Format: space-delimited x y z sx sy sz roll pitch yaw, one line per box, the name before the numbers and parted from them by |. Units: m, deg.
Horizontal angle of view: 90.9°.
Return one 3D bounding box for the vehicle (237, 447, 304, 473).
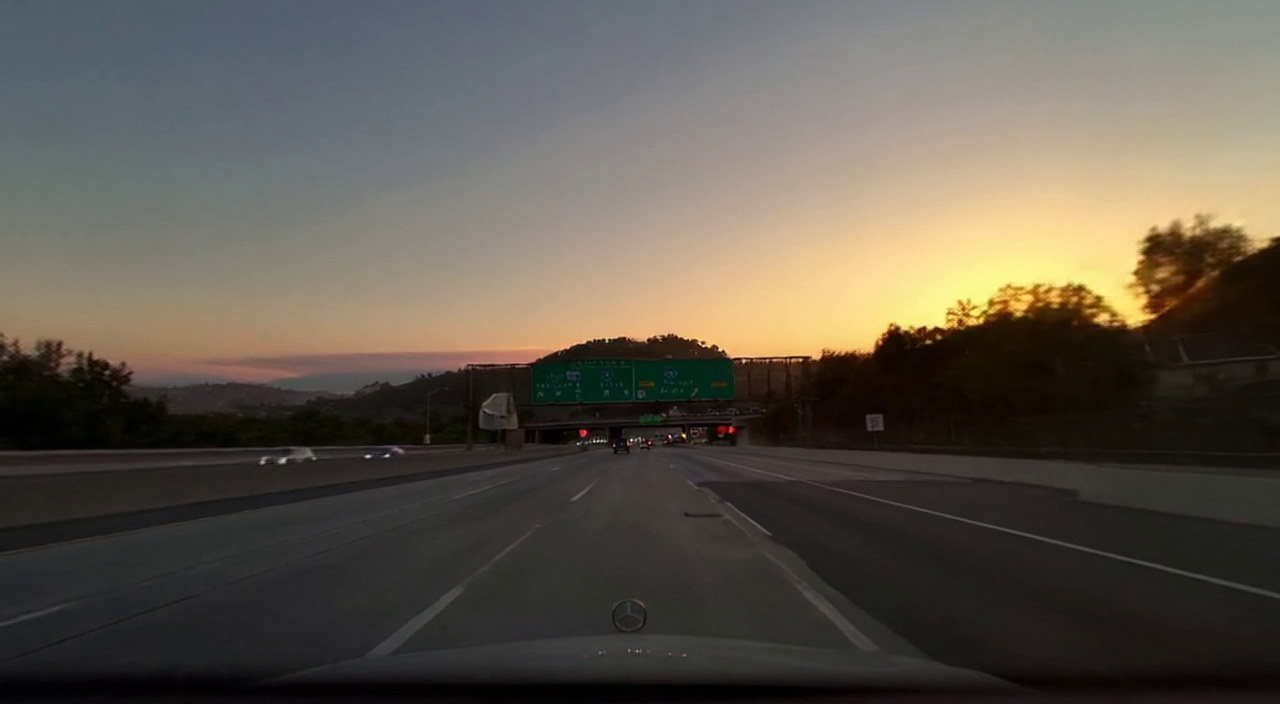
vehicle | -25.411 7.403 43.511 1.945 1.621 4.378 0 -9 0
